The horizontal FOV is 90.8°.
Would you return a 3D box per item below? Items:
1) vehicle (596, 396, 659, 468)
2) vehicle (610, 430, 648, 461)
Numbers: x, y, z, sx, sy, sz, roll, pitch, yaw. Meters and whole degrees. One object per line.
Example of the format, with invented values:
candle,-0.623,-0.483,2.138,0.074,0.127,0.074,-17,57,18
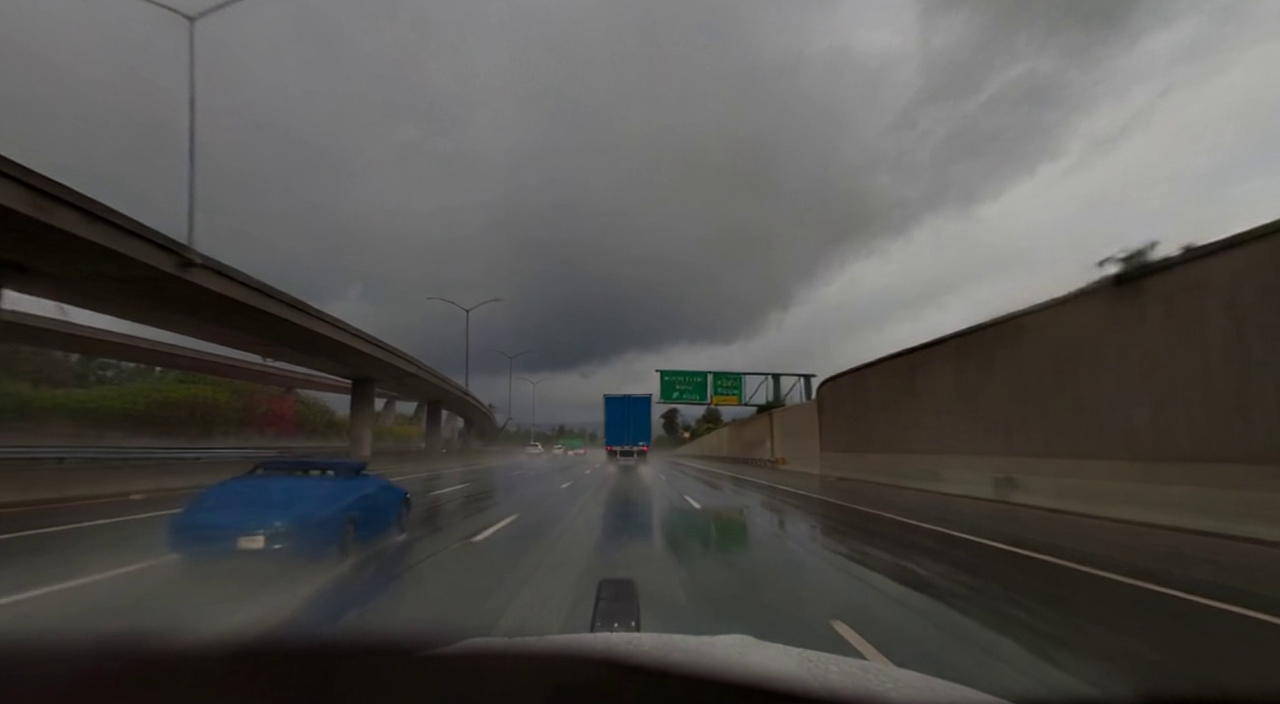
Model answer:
vehicle,-0.621,5.082,39.040,3.233,3.678,11.032,2,-9,0
vehicle,-0.638,5.346,36.193,2.052,1.666,4.358,1,-8,-1
